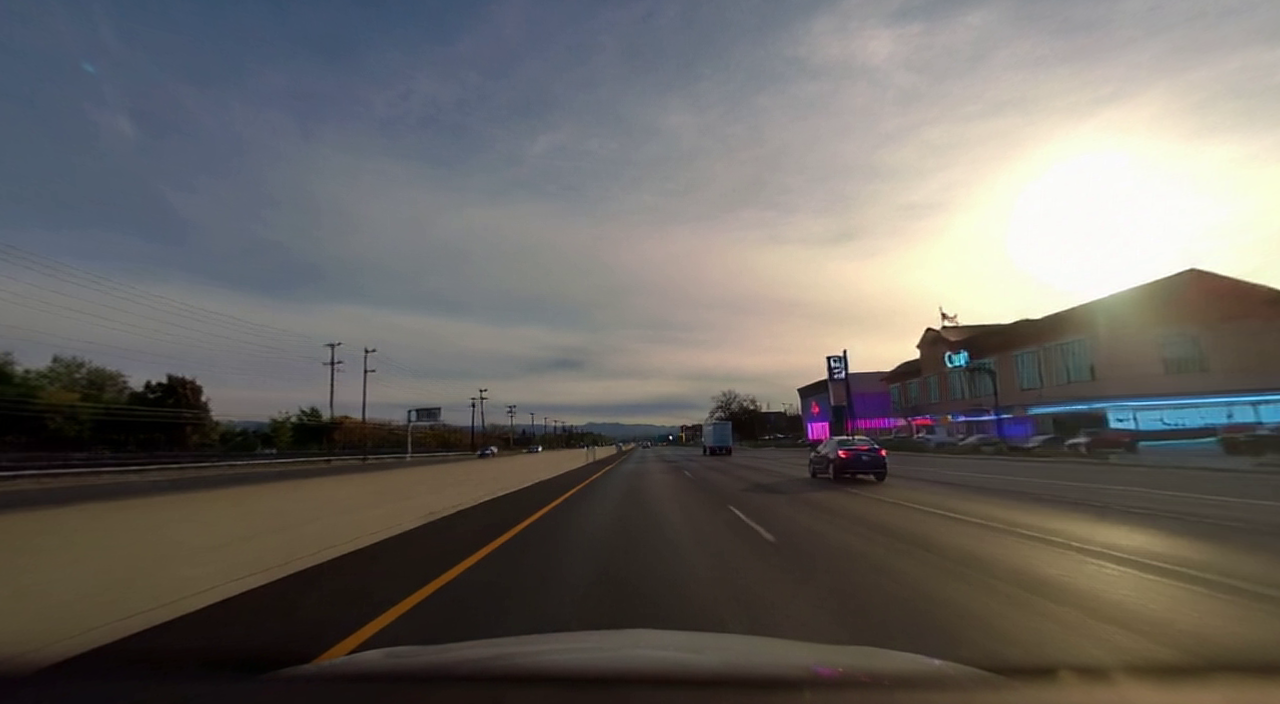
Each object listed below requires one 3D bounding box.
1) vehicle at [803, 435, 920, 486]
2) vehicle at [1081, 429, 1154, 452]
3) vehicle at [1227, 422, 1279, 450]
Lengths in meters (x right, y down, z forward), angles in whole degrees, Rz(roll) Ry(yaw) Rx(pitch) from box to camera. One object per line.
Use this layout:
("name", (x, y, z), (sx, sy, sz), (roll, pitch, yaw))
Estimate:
("vehicle", (7.261, 3.605, 21.253), (2.079, 1.518, 5.032), (0, -8, -1))
("vehicle", (35.852, 6.622, 47.157), (3.860, 1.492, 1.960), (-3, -7, -2))
("vehicle", (43.442, 5.717, 42.890), (1.947, 1.722, 4.943), (-3, -7, 3))
